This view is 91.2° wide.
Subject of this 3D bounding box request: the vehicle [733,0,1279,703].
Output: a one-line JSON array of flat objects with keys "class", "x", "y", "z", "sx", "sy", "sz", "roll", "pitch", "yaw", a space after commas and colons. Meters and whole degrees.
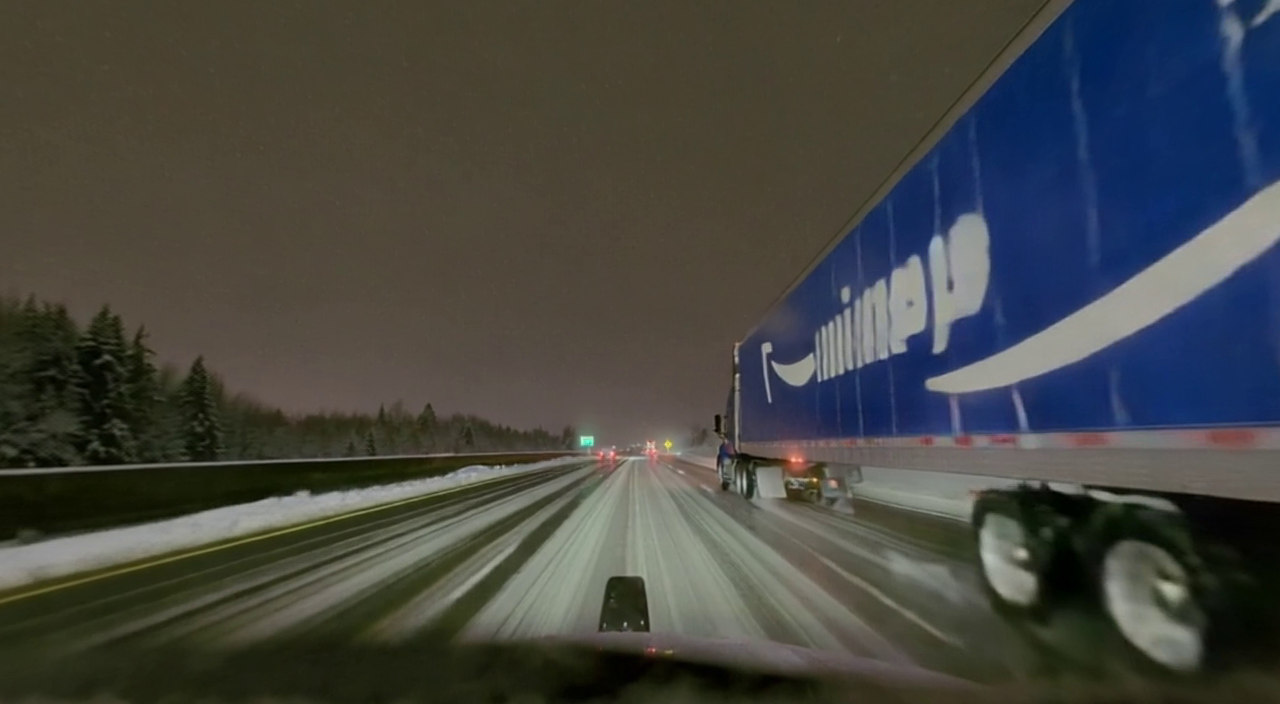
[{"class": "vehicle", "x": 4.091, "y": 0.622, "z": 8.774, "sx": 2.928, "sy": 4.021, "sz": 17.190, "roll": 0, "pitch": -8, "yaw": 0}]
